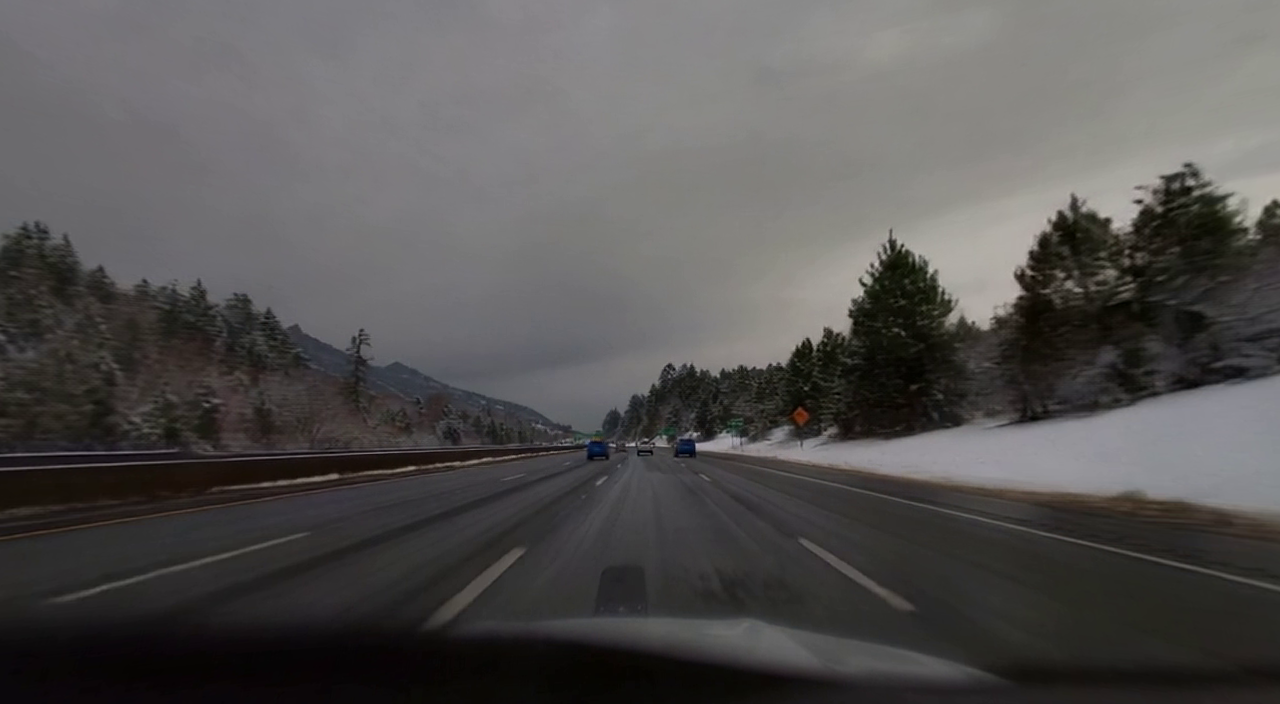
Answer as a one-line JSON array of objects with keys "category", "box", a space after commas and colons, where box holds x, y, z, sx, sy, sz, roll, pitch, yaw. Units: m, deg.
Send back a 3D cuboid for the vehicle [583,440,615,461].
[{"category": "vehicle", "box": [-3.192, 7.760, 49.976, 2.159, 1.562, 4.441, 0, -8, 1]}]
